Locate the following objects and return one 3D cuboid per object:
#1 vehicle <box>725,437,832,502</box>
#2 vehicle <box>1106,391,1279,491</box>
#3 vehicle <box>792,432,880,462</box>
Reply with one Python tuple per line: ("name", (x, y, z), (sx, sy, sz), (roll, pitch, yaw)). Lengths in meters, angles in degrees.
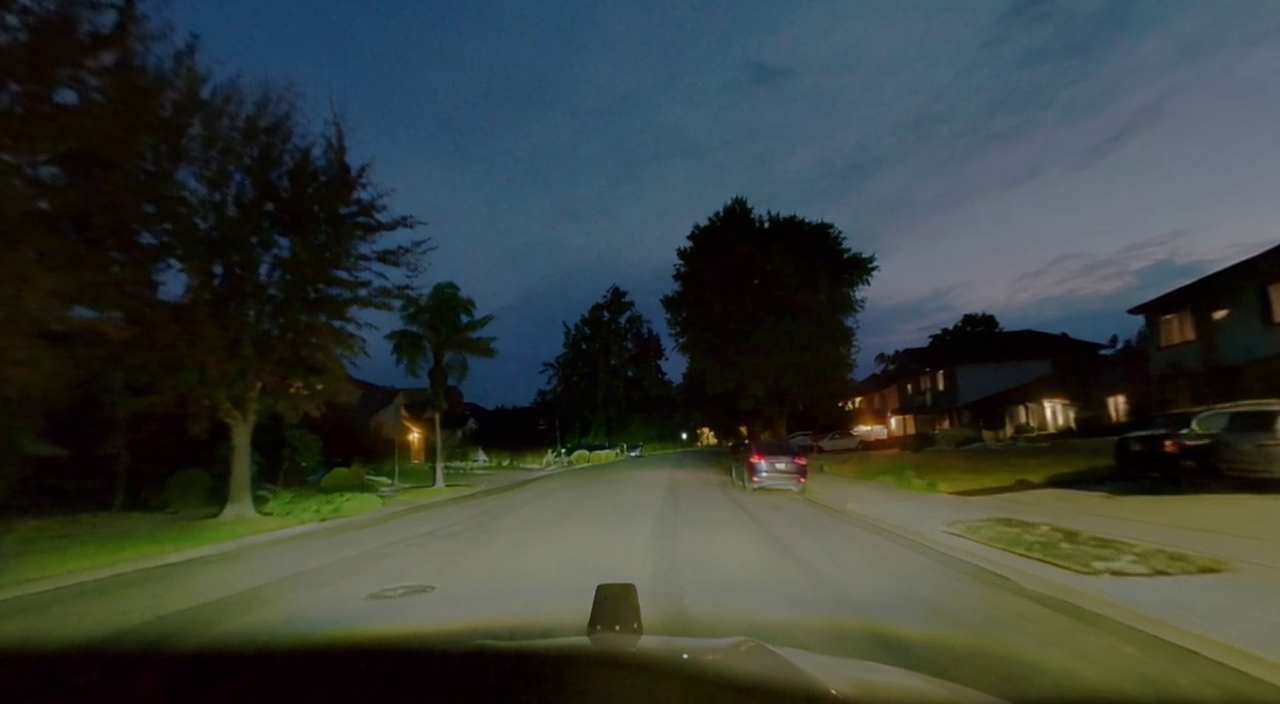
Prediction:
("vehicle", (3.510, 3.061, 16.823), (2.006, 1.494, 4.211), (0, -9, 1))
("vehicle", (11.717, 1.661, 11.764), (4.345, 1.720, 1.935), (0, -8, 2))
("vehicle", (11.843, 5.782, 38.253), (4.710, 1.512, 1.894), (-4, -9, 3))
